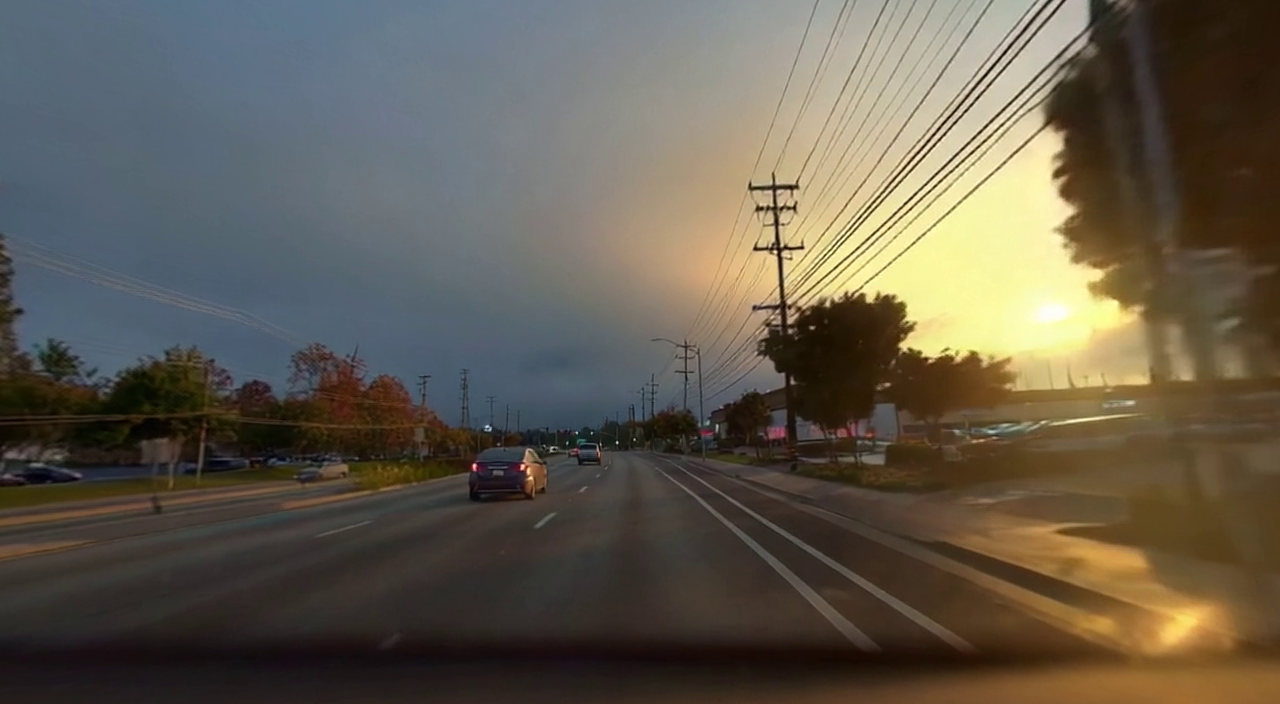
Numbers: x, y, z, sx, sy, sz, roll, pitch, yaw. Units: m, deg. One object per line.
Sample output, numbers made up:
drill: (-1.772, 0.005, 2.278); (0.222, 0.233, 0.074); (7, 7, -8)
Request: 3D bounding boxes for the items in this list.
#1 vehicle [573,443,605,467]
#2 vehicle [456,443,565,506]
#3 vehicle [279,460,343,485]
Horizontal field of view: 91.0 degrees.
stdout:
vehicle: (-3.803, 7.754, 47.525); (2.087, 1.736, 4.311); (0, -9, 0)
vehicle: (-3.352, 3.276, 17.267); (1.942, 1.469, 4.426); (0, -9, 1)
vehicle: (-24.736, 9.051, 47.544); (1.973, 1.695, 4.541); (-1, -9, 7)
